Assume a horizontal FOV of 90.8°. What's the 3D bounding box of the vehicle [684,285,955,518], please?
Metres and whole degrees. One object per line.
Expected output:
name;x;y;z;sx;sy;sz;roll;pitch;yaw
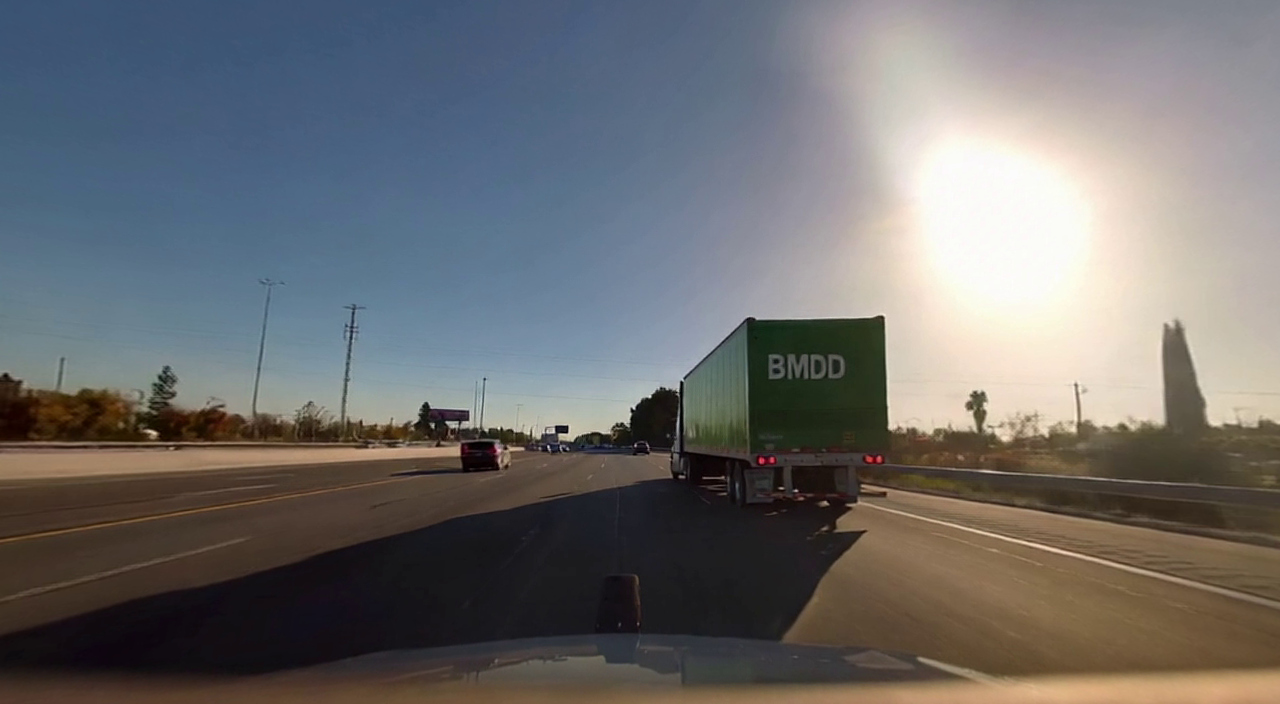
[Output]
vehicle;3.524;1.885;18.191;2.891;3.944;15.051;0;-8;-2

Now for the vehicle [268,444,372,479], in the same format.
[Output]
vehicle;-14.000;4.795;28.040;2.067;1.398;4.863;0;-8;0

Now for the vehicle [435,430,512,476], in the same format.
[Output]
vehicle;-7.451;4.580;28.885;2.100;1.905;5.119;0;-8;0
